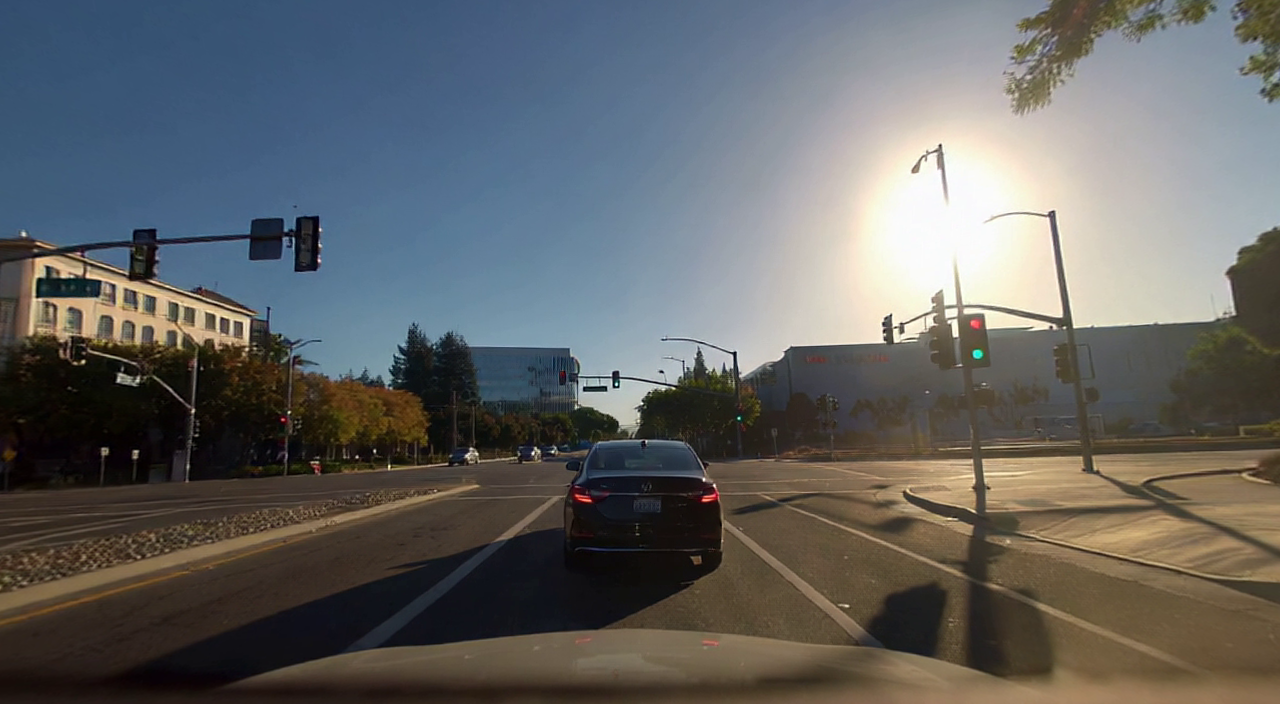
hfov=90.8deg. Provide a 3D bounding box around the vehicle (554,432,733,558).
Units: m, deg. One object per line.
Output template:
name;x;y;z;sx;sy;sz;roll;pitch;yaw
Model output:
vehicle;0.008;1.993;9.511;2.107;1.470;3.974;0;-9;-1
